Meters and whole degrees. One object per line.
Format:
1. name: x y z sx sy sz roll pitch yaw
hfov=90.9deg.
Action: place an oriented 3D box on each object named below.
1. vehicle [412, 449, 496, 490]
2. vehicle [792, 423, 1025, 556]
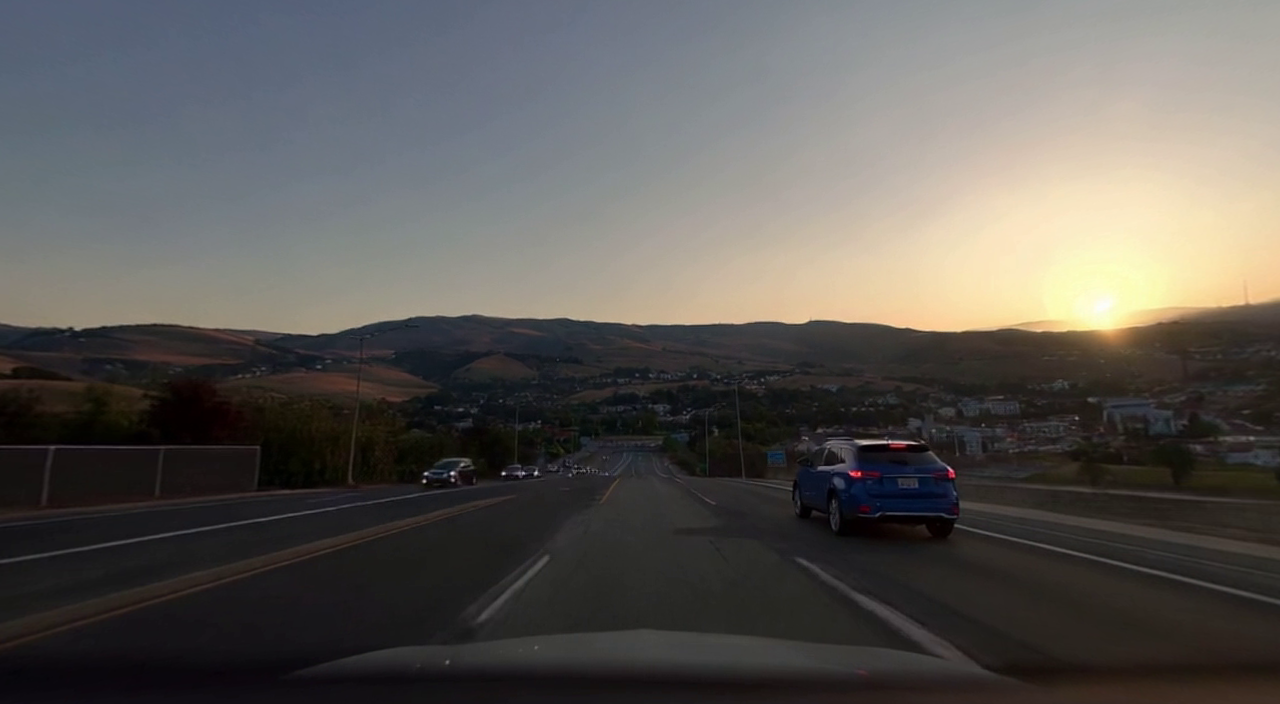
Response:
1. vehicle: -10.046 6.386 34.741 2.597 2.034 6.006 0 -9 2
2. vehicle: 4.050 2.140 10.496 1.989 1.730 4.324 0 -9 1
